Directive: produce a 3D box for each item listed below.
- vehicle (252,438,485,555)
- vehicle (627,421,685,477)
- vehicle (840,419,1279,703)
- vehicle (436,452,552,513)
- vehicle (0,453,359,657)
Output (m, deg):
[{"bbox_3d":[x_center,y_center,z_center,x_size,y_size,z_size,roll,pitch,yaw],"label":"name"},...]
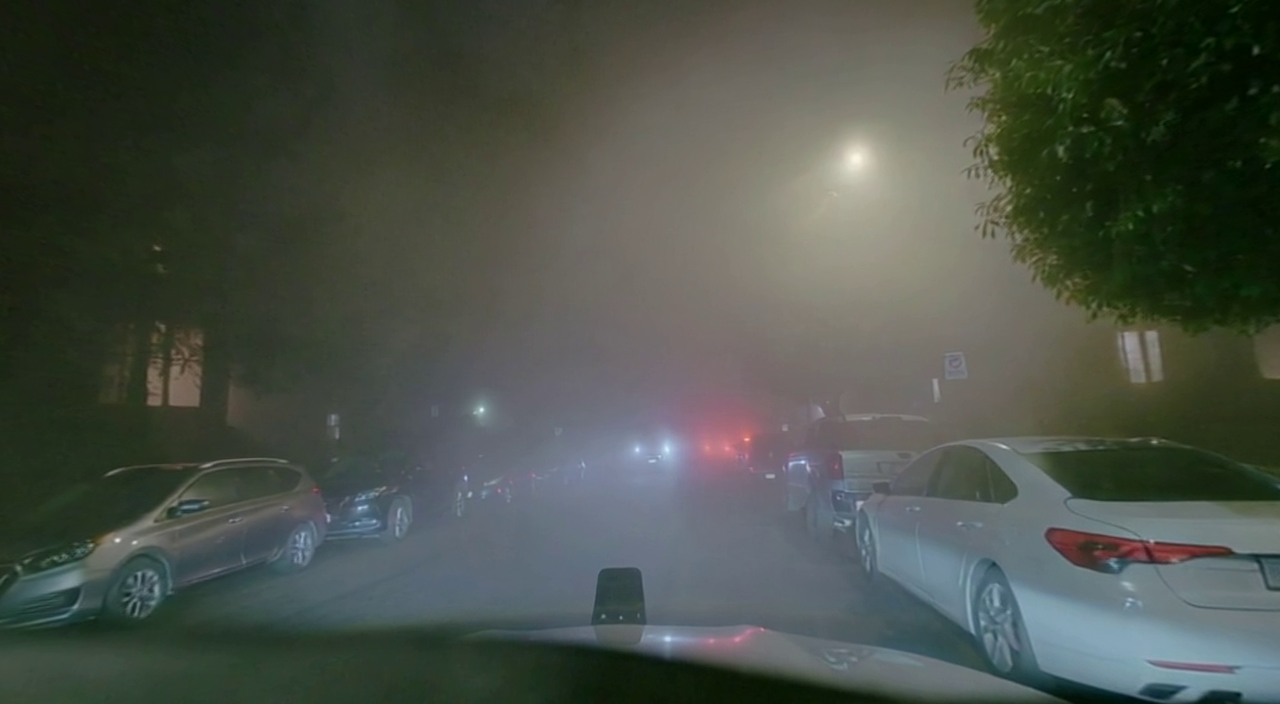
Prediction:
[{"bbox_3d":[-4.904,2.644,12.496,2.203,1.815,4.972,-1,-8,3],"label":"vehicle"},{"bbox_3d":[1.078,5.553,36.280,2.716,2.887,6.781,-1,-9,6],"label":"vehicle"},{"bbox_3d":[3.098,1.328,4.758,1.992,1.456,4.610,-1,-8,4],"label":"vehicle"},{"bbox_3d":[-4.114,3.743,18.677,1.861,1.474,4.749,-1,-8,6],"label":"vehicle"},{"bbox_3d":[-5.291,1.948,7.238,1.855,1.510,4.406,-1,-8,4],"label":"vehicle"}]
